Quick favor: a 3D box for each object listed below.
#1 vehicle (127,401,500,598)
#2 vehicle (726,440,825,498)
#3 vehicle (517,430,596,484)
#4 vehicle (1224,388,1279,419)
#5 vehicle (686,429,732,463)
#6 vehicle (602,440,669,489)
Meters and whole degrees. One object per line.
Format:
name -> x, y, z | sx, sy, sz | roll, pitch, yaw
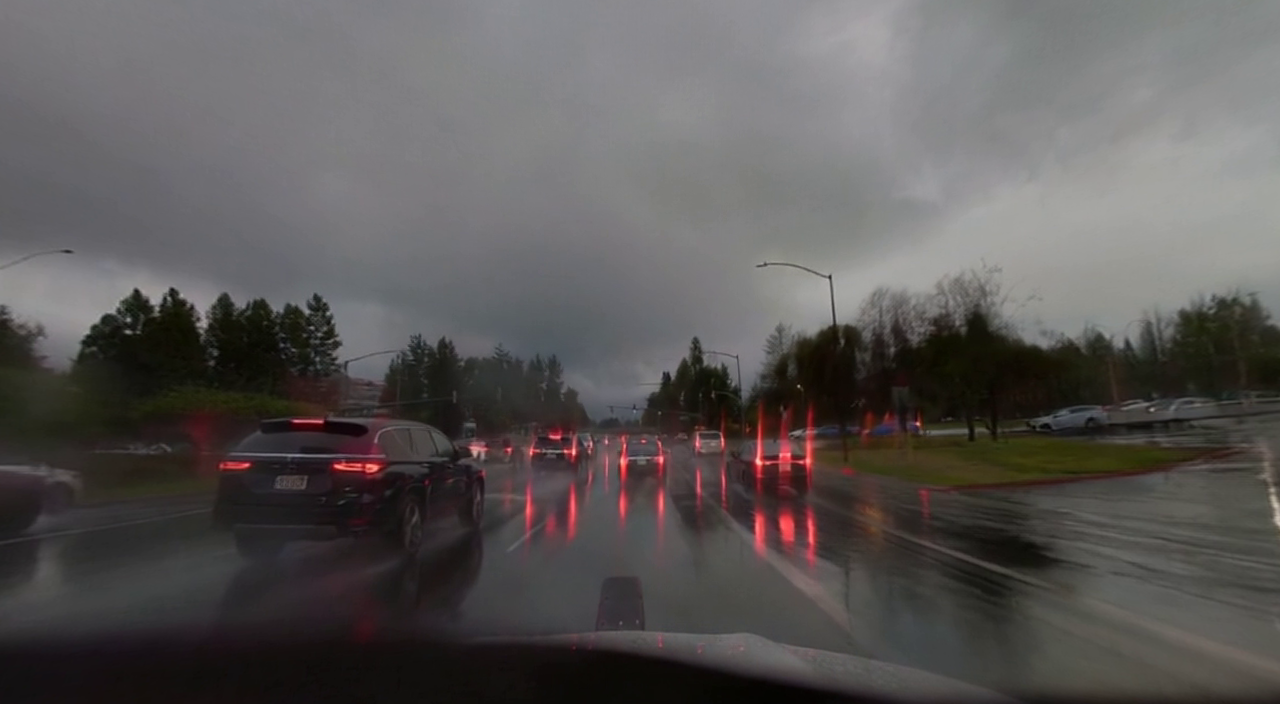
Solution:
vehicle -> -3.514, 1.707, 8.359 | 2.111, 1.745, 5.274 | 0, -8, 0
vehicle -> 3.795, 3.339, 18.471 | 1.884, 1.463, 4.195 | 0, -8, -1
vehicle -> -3.006, 3.917, 23.840 | 2.218, 1.829, 4.492 | -1, -8, 2
vehicle -> 44.084, 3.627, 43.955 | 5.388, 2.023, 2.174 | 1, -8, -12
vehicle -> 3.930, 5.432, 36.642 | 2.099, 1.845, 4.363 | 0, -8, -1
vehicle -> -0.111, 3.717, 21.261 | 2.030, 1.477, 4.330 | 0, -8, 1
